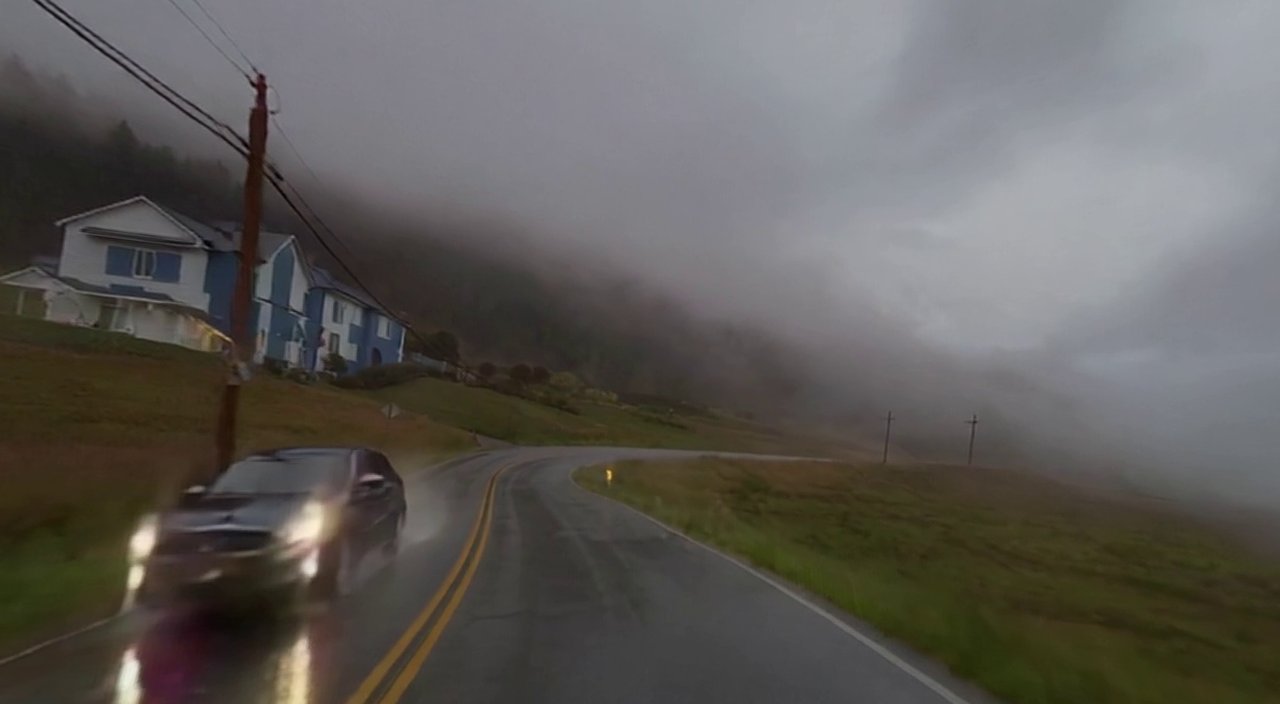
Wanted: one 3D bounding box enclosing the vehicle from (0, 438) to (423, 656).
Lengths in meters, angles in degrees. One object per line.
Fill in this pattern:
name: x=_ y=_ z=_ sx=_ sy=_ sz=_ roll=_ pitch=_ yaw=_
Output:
vehicle: x=-3.790 y=1.662 z=6.534 sx=2.063 sy=1.485 sz=3.997 roll=1 pitch=-8 yaw=-6
